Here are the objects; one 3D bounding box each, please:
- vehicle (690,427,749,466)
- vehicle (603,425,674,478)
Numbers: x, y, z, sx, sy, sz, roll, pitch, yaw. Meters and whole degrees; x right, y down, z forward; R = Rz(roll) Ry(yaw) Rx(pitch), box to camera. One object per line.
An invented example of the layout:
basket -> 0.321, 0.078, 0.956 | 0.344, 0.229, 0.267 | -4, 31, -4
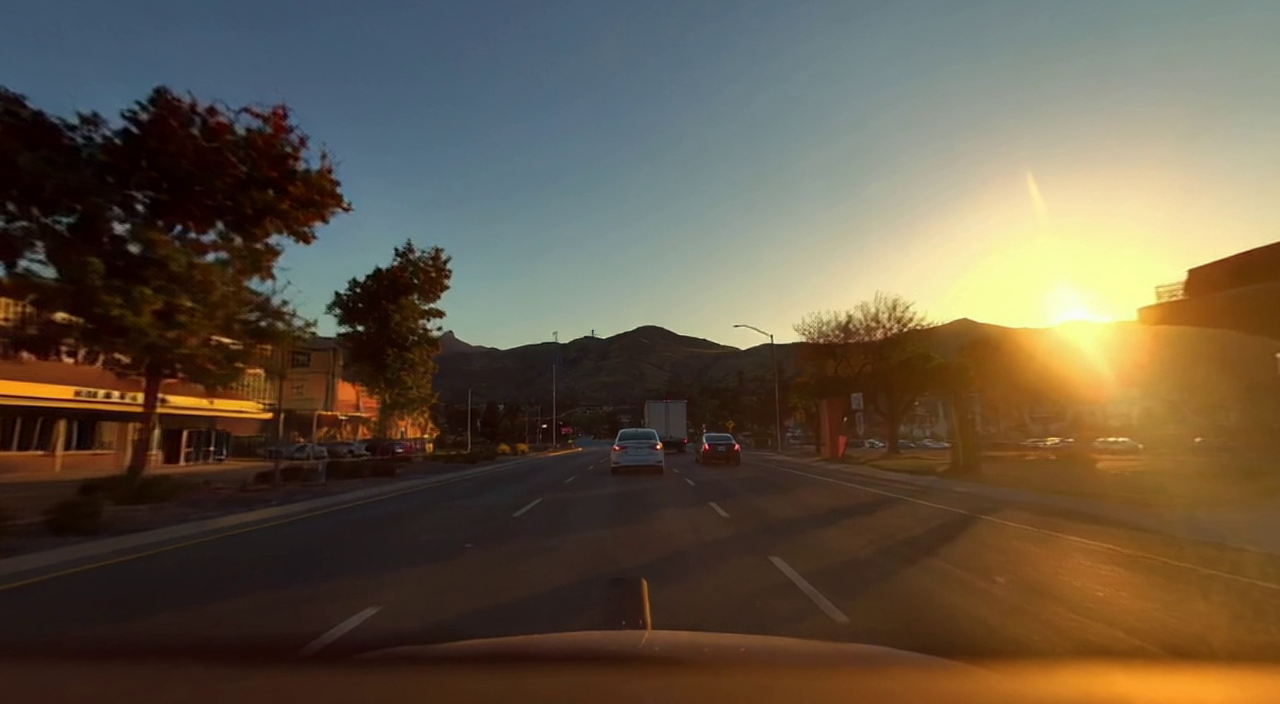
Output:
vehicle -> 3.641, 4.420, 29.508 | 2.088, 1.655, 4.360 | 0, -8, -2
vehicle -> -0.097, 3.400, 21.668 | 2.193, 1.651, 3.946 | 0, -8, -1
